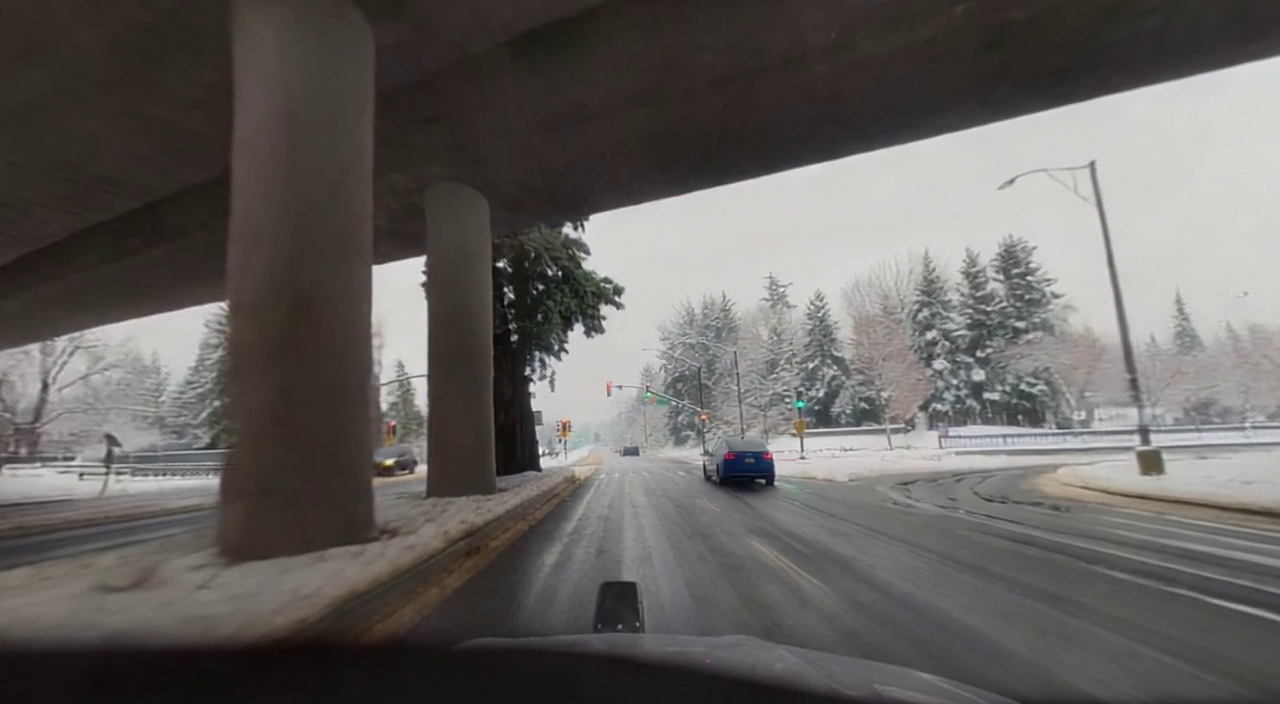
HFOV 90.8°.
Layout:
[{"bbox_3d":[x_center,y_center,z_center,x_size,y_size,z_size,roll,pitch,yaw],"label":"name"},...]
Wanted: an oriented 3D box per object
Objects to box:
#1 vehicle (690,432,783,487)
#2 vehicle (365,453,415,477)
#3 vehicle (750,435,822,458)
[{"bbox_3d":[2.864,3.331,19.897,2.062,1.484,4.332,0,-8,-2],"label":"vehicle"},{"bbox_3d":[-17.227,7.790,43.687,1.863,1.469,3.767,-1,-8,0],"label":"vehicle"},{"bbox_3d":[10.626,6.905,46.088,4.760,1.571,1.859,-5,-9,26],"label":"vehicle"}]
